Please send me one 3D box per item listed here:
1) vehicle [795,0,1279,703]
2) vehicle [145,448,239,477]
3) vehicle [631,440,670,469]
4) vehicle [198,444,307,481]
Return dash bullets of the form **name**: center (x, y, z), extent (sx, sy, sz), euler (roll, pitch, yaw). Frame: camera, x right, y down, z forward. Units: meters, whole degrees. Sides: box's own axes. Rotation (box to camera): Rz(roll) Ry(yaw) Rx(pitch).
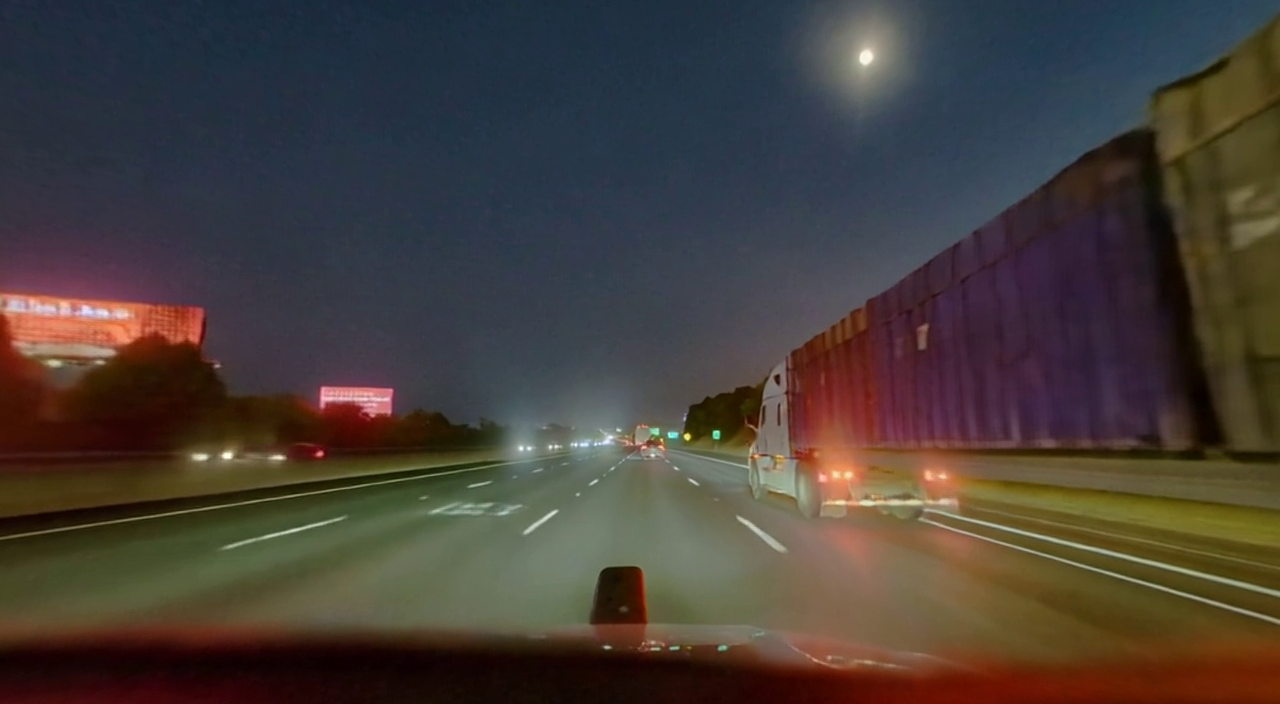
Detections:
- **vehicle**: center (4.112, 0.010, 1.781), extent (2.917, 3.179, 18.723), euler (0, -8, 1)
- **vehicle**: center (-25.059, 6.175, 35.507), extent (1.890, 1.515, 4.485), euler (0, -8, 1)
- **vehicle**: center (0.562, 5.725, 35.354), extent (2.042, 1.528, 4.300), euler (0, -8, 0)
- **vehicle**: center (-17.149, 4.887, 28.262), extent (1.867, 1.475, 4.682), euler (0, -8, 1)
